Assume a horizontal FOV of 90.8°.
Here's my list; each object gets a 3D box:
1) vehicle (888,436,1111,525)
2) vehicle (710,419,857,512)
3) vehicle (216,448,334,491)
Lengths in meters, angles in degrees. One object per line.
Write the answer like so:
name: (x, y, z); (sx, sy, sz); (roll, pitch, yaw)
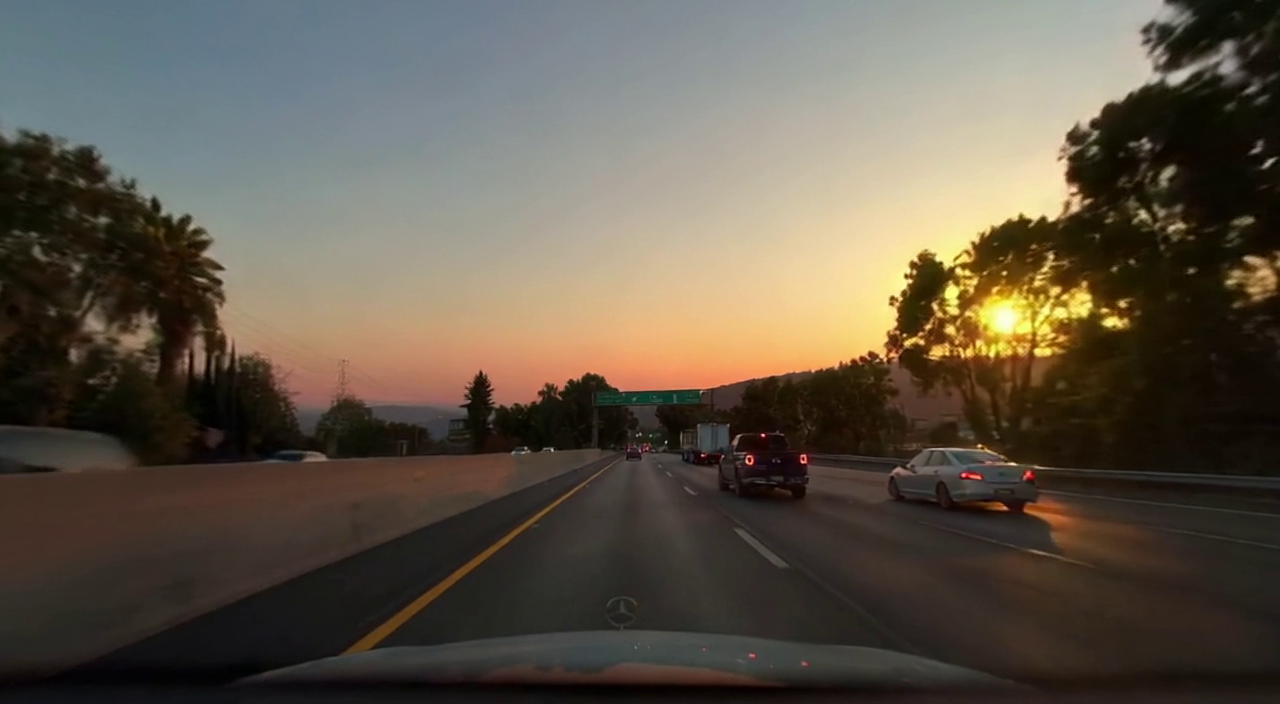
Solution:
vehicle: (6.819, 2.457, 12.635); (2.009, 1.456, 4.097); (0, -9, -1)
vehicle: (3.086, 2.605, 14.915); (2.258, 1.824, 4.908); (0, -9, -1)
vehicle: (-14.096, 4.538, 24.799); (1.892, 1.488, 4.752); (0, -9, -2)
